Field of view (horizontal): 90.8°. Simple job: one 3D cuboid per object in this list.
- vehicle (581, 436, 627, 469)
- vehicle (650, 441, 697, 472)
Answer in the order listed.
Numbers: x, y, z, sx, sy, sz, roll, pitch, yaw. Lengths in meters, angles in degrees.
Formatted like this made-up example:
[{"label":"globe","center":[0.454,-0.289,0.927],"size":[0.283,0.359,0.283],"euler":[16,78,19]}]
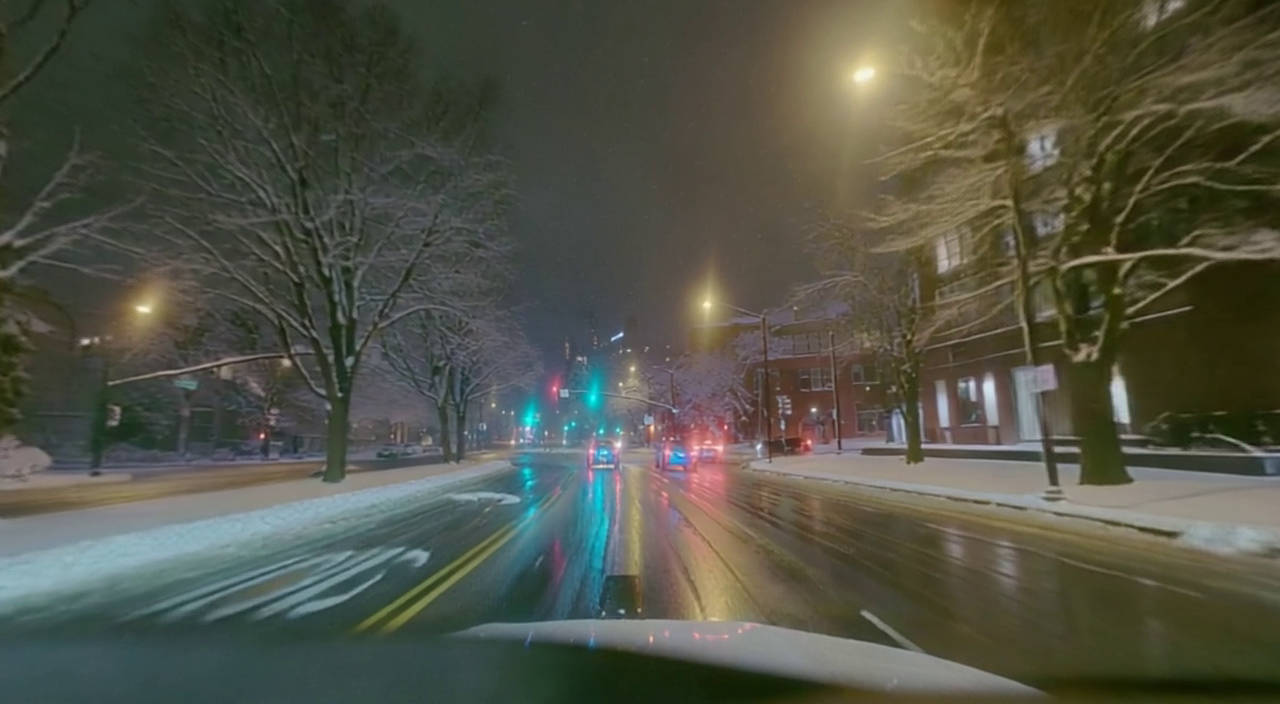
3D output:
[{"label":"vehicle","center":[-2.077,5.584,35.210],"size":[2.317,1.713,4.231],"euler":[1,-9,-7]},{"label":"vehicle","center":[1.681,5.474,33.338],"size":[1.918,1.479,4.468],"euler":[1,-9,-5]}]
